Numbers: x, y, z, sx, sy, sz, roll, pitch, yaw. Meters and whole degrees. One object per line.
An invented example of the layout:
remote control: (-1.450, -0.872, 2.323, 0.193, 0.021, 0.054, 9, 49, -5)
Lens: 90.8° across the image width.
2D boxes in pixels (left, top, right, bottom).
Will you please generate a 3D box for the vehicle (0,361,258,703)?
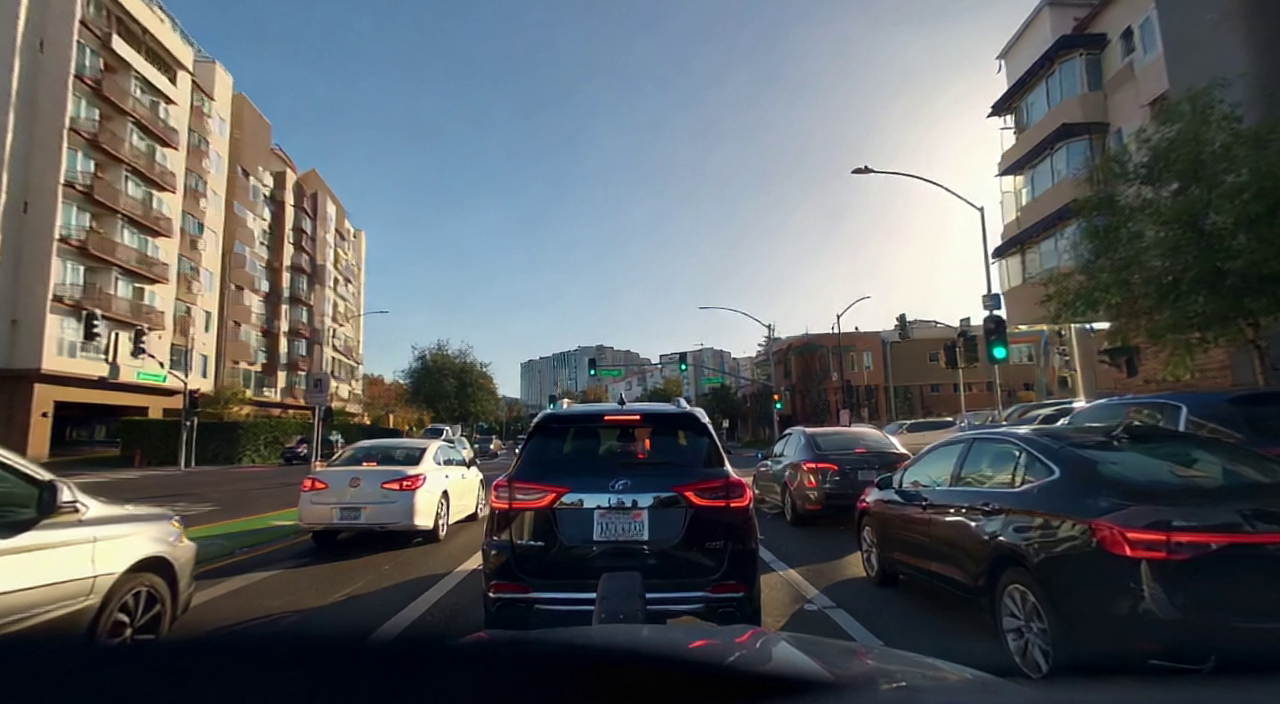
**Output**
vehicle: (-3.825, 0.782, 1.953, 2.126, 1.693, 5.289, 0, -8, -2)

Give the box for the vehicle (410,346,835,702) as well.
vehicle: (-0.101, 1.273, 6.049, 2.206, 1.858, 5.332, 0, -8, 0)

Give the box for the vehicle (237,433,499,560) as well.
vehicle: (-3.793, 2.080, 9.992, 2.055, 1.488, 4.733, 0, -8, 0)

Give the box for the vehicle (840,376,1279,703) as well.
vehicle: (3.190, 1.202, 4.758, 1.906, 1.608, 4.137, 0, -8, -1)
